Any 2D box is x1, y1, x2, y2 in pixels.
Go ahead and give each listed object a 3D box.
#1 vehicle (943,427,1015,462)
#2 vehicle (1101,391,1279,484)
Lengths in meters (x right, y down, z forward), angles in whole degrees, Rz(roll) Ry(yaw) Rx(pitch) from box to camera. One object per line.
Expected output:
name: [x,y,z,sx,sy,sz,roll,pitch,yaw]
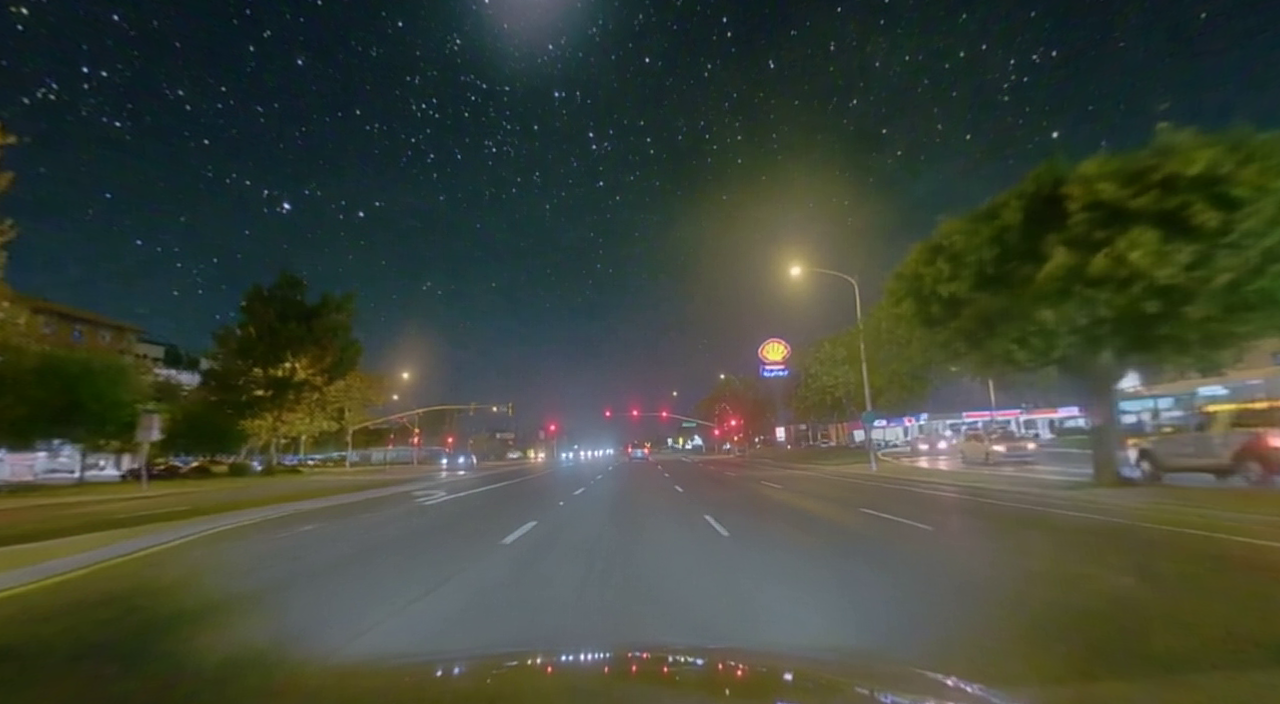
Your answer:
vehicle: [16.886,4.648,31.695,1.944,1.646,4.594,-2,-9,13]
vehicle: [13.805,1.992,14.514,2.249,1.793,5.763,0,-8,2]
